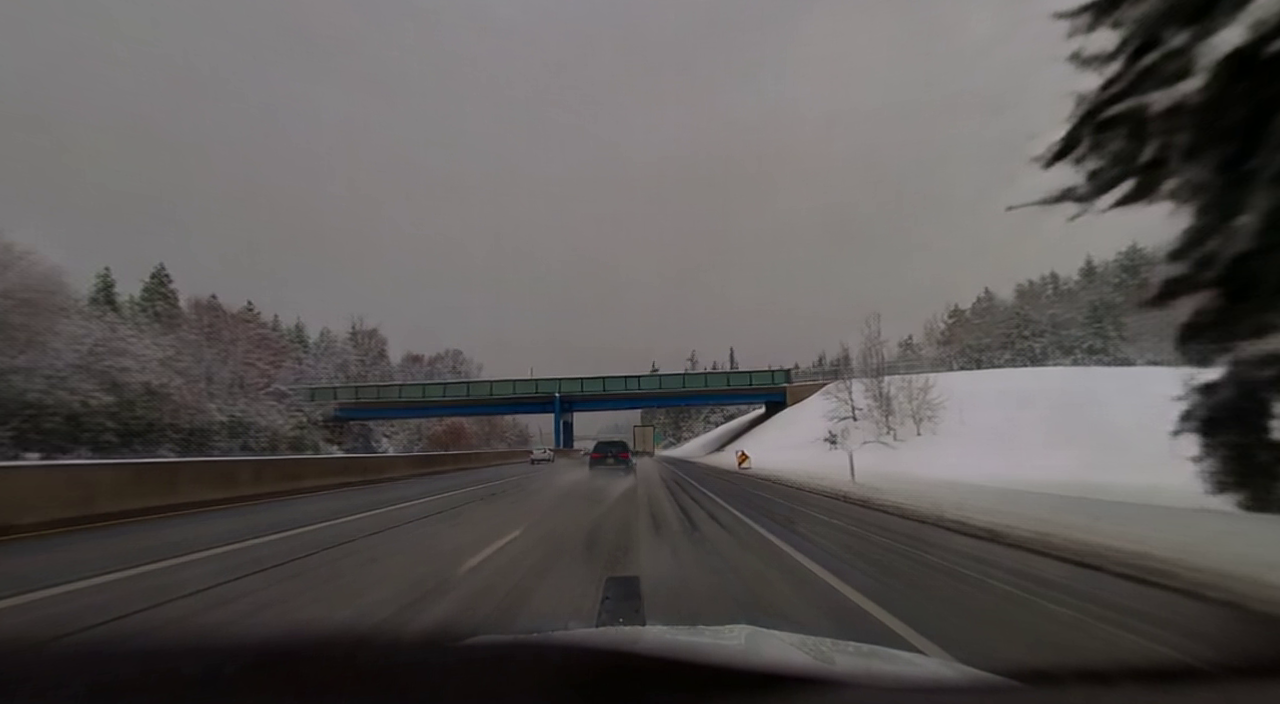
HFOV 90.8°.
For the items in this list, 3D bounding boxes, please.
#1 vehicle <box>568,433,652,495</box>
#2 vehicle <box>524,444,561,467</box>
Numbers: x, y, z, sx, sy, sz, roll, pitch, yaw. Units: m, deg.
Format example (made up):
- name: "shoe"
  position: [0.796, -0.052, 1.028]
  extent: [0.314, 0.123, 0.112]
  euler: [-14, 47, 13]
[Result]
- name: "vehicle"
  position: [-0.800, 3.503, 20.091]
  extent: [2.299, 1.716, 4.579]
  euler: [-1, -9, 2]
- name: "vehicle"
  position: [-7.293, 7.774, 47.525]
  extent: [2.024, 1.605, 4.499]
  euler: [0, -9, 0]
